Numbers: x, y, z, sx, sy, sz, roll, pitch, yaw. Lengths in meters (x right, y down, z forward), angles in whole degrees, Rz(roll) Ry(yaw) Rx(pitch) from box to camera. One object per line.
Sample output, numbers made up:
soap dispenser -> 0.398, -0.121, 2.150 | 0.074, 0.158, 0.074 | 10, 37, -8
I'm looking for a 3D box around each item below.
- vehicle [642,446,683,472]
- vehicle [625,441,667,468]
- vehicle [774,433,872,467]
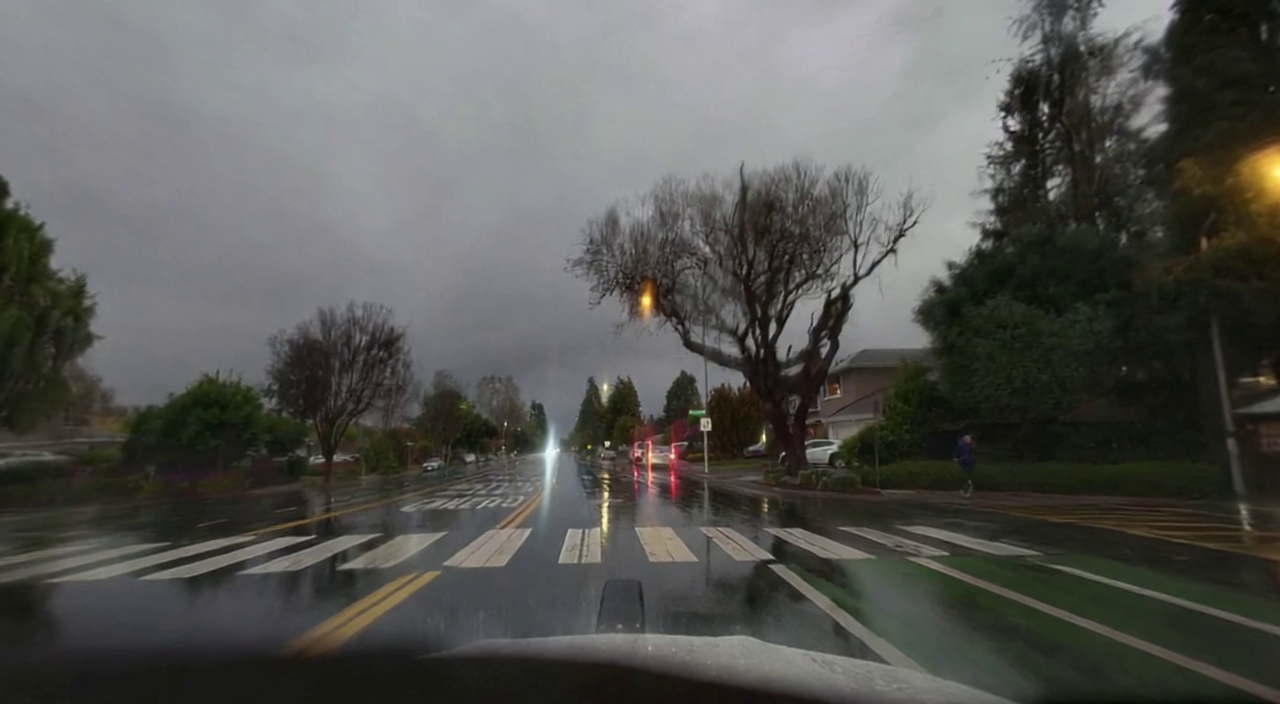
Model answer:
vehicle -> 1.369, 6.720, 39.908 | 1.919, 1.474, 4.370 | 1, -9, -7
vehicle -> 0.351, 7.506, 46.560 | 2.293, 1.858, 5.868 | 1, -9, -7
vehicle -> 9.485, 5.094, 32.934 | 4.492, 1.619, 1.849 | -6, -10, 32
